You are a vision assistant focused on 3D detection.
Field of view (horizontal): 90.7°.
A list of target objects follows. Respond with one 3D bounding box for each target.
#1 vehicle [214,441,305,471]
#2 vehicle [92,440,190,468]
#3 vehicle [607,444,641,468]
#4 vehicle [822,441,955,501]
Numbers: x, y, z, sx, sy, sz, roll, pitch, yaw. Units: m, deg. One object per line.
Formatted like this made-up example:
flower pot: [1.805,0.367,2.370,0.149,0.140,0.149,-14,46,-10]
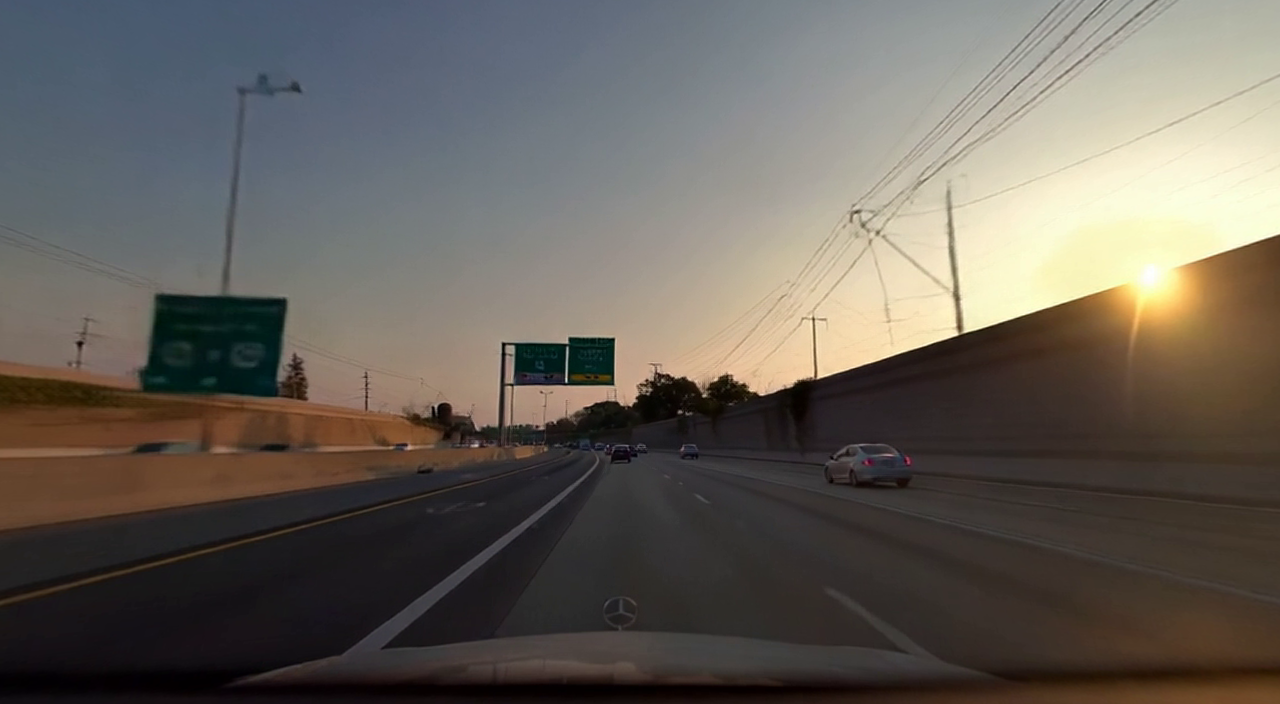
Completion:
vehicle: [-20.338,5.556,34.118,2.073,1.464,4.750,0,-8,-2]
vehicle: [-28.053,5.732,35.806,1.844,1.468,4.671,0,-8,-2]
vehicle: [-1.130,6.932,42.477,2.109,1.489,4.027,0,-8,-3]
vehicle: [6.728,3.240,17.715,1.876,1.451,4.154,0,-8,-3]
